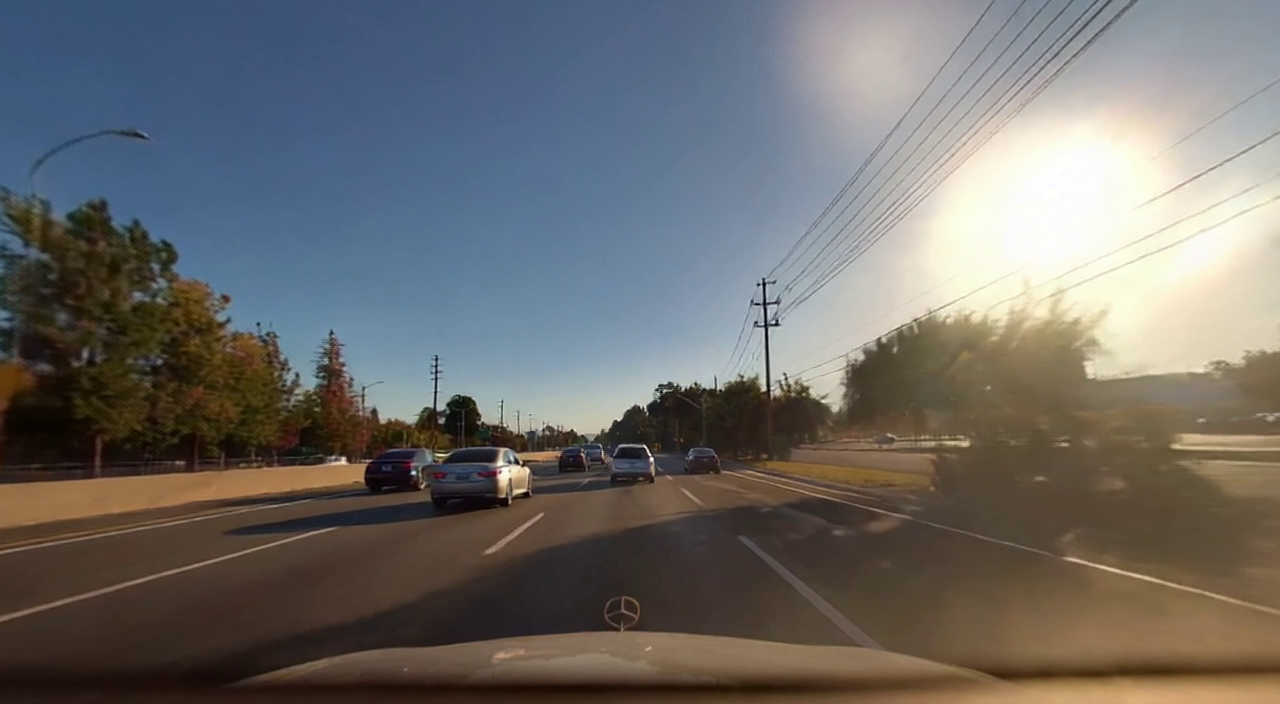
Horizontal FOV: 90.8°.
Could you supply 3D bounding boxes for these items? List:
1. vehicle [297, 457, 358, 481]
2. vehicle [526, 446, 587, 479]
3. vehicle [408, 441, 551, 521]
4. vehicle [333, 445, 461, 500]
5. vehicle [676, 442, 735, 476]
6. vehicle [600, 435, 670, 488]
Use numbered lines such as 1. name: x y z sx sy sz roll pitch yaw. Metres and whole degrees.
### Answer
1. vehicle: -22.344 8.346 45.358 2.048 1.530 4.605 0 -8 0
2. vehicle: -3.759 5.068 29.336 2.203 1.425 4.610 0 -8 0
3. vehicle: -3.272 2.714 13.915 1.958 1.447 4.454 0 -8 0
4. vehicle: -7.105 3.534 19.090 1.959 1.435 4.719 0 -8 1
5. vehicle: 3.029 5.066 30.173 2.197 1.464 4.356 0 -8 -2
6. vehicle: -0.179 3.909 22.900 2.284 1.699 4.168 0 -8 0
